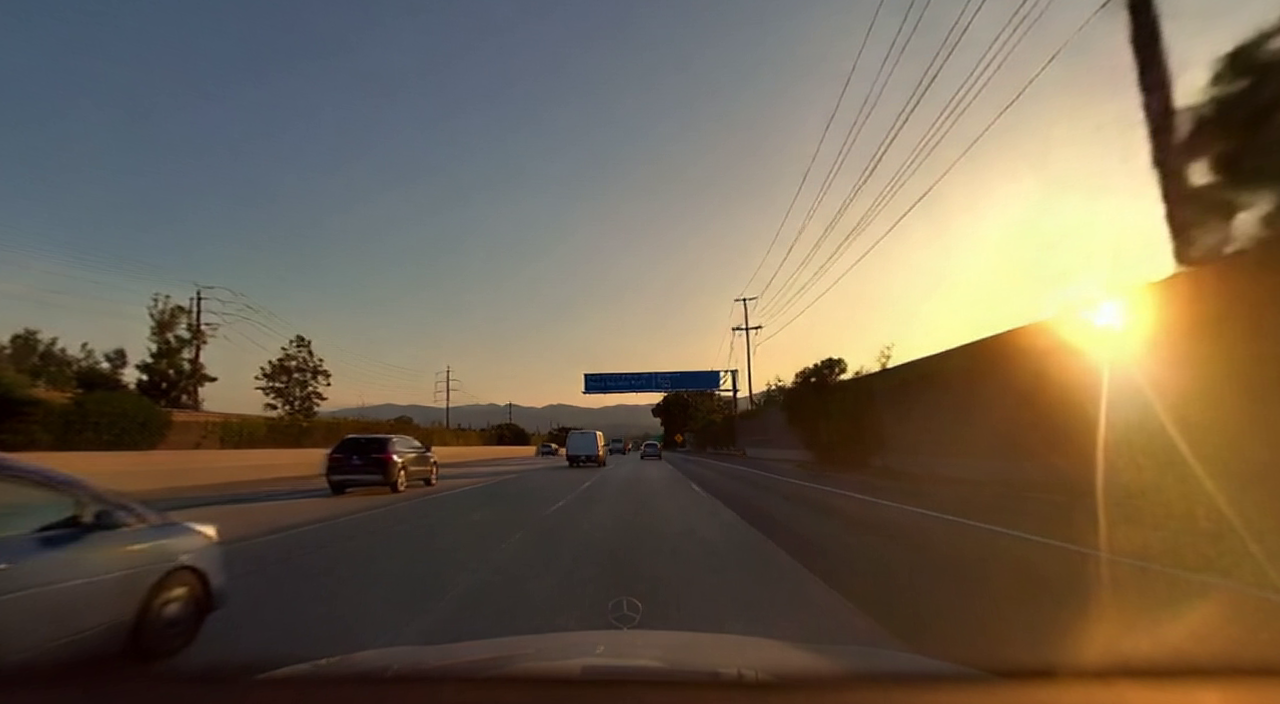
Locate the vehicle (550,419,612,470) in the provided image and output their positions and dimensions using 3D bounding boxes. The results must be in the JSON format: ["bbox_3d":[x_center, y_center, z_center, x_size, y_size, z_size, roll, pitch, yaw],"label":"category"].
[{"bbox_3d":[-3.553,5.970,40.481,2.915,2.885,9.394,0,-9,1],"label":"vehicle"}]

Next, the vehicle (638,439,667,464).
[{"bbox_3d":[0.962,7.304,46.228,2.038,1.677,4.219,0,-9,2],"label":"vehicle"}]

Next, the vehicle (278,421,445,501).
[{"bbox_3d":[-7.427,2.993,17.610,2.192,1.893,5.330,0,-9,0],"label":"vehicle"}]

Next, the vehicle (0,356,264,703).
[{"bbox_3d":[-3.858,0.843,2.614,1.976,1.688,4.124,0,-9,0],"label":"vehicle"}]
